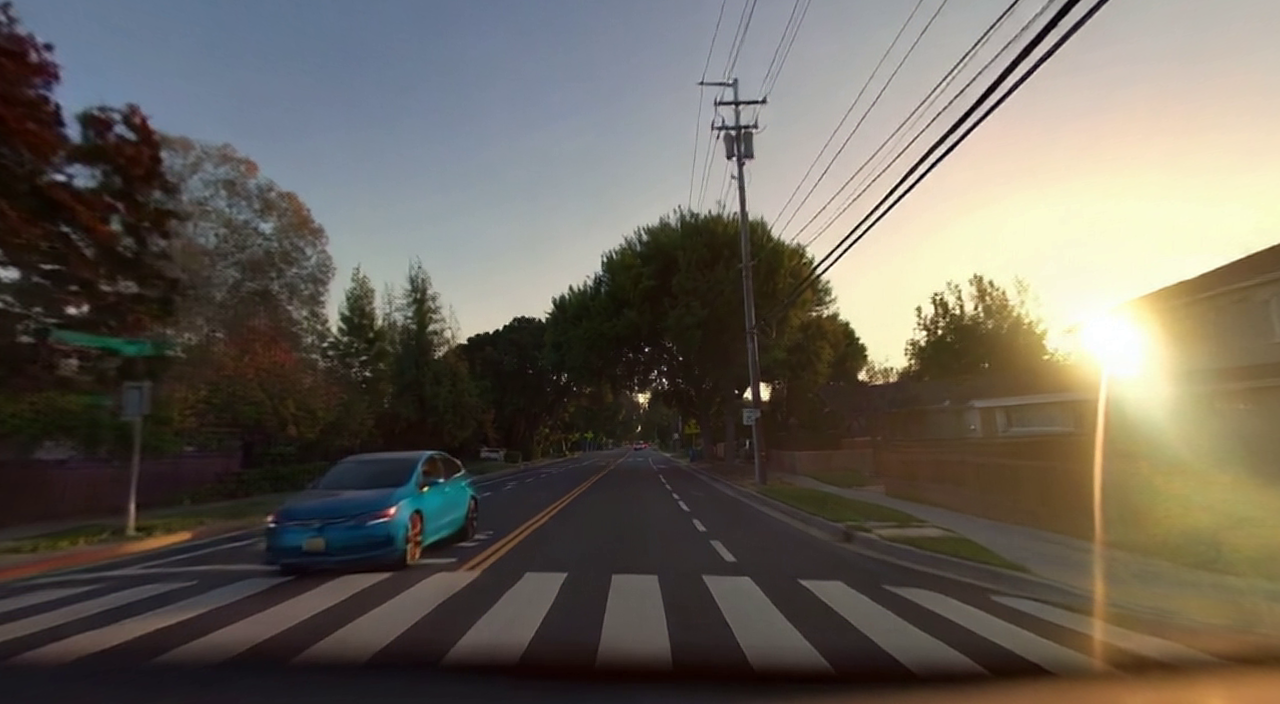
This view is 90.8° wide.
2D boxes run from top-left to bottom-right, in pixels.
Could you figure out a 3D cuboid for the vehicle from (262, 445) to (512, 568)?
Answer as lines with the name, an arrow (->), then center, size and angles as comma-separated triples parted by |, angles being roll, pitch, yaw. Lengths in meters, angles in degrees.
vehicle -> -3.466, 2.163, 9.680 | 2.102, 1.463, 4.024 | 0, -8, 1
